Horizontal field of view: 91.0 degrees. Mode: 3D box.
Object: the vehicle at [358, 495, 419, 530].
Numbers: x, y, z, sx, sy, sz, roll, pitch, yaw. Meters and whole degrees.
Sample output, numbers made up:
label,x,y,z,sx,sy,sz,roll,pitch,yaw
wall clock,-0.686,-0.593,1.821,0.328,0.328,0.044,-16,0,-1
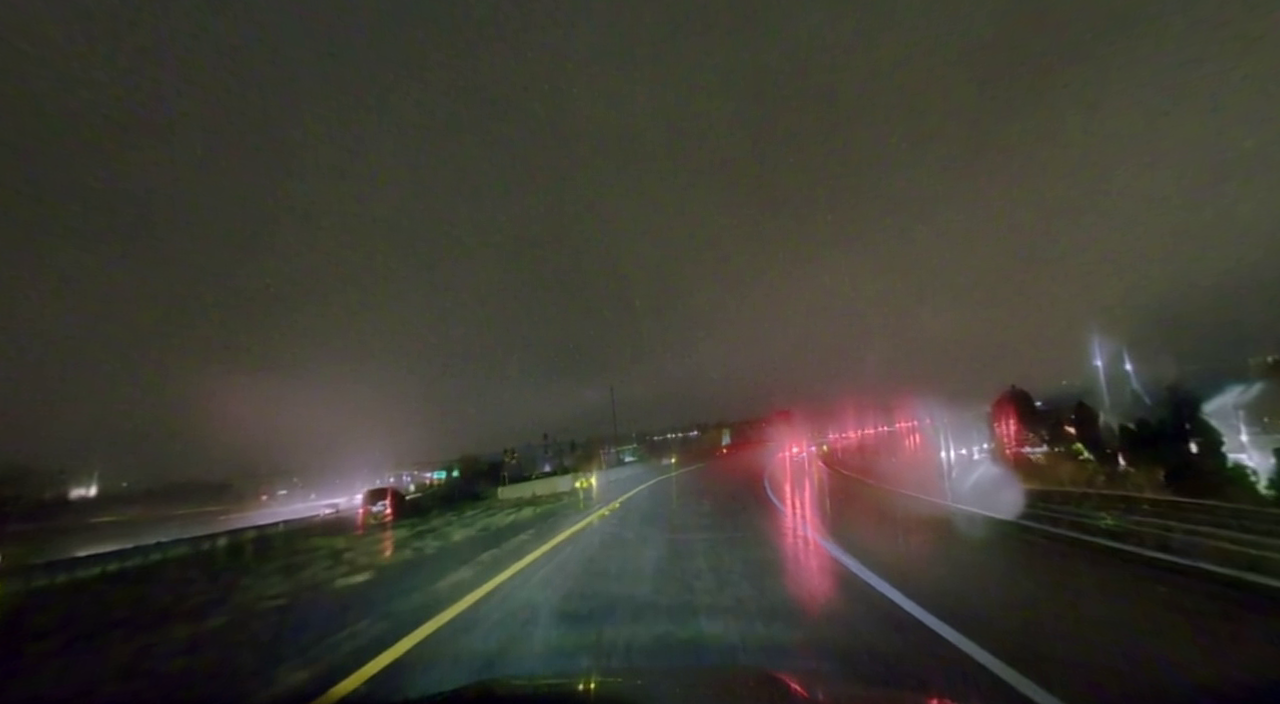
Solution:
label,x,y,z,sx,sy,sz,roll,pitch,yaw
vehicle,-19.146,12.243,47.981,3.746,2.325,2.109,-4,-9,10
